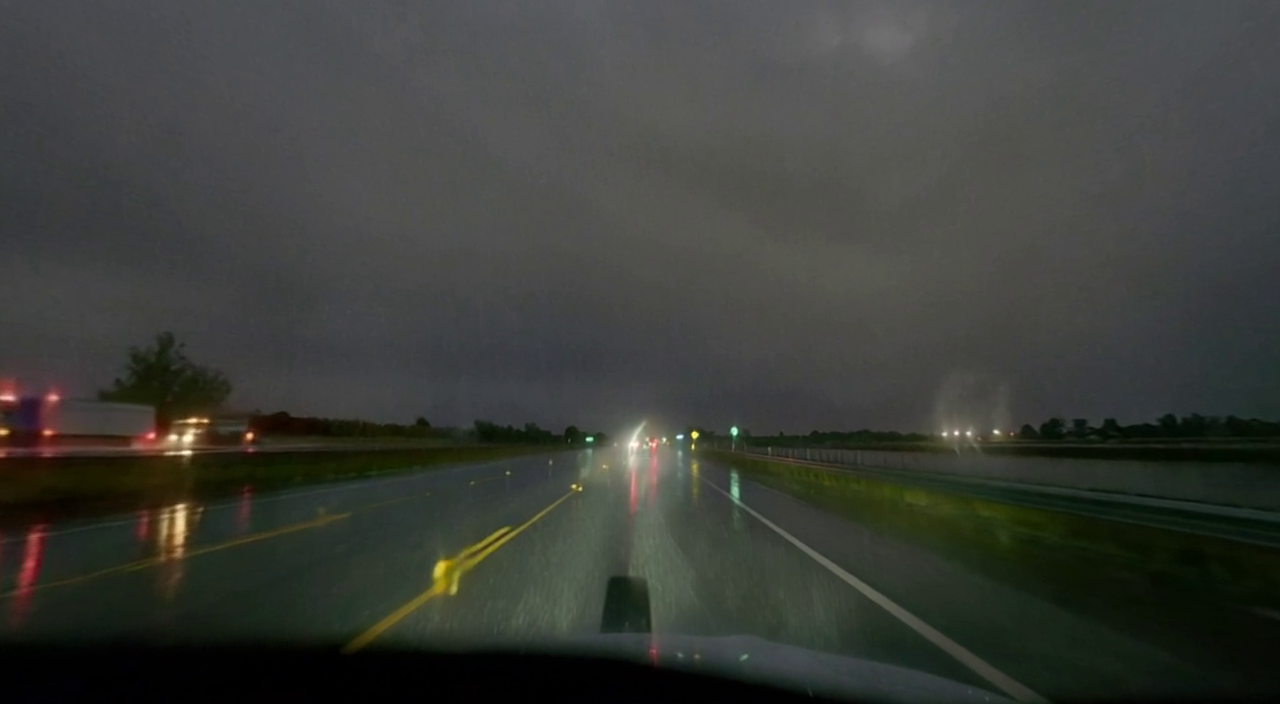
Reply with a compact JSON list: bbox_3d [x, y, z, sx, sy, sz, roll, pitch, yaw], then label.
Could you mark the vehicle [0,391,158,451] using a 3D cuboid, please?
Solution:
[{"bbox_3d":[-44.825,5.543,48.807,2.926,4.043,14.813,0,-8,1],"label":"vehicle"}]
